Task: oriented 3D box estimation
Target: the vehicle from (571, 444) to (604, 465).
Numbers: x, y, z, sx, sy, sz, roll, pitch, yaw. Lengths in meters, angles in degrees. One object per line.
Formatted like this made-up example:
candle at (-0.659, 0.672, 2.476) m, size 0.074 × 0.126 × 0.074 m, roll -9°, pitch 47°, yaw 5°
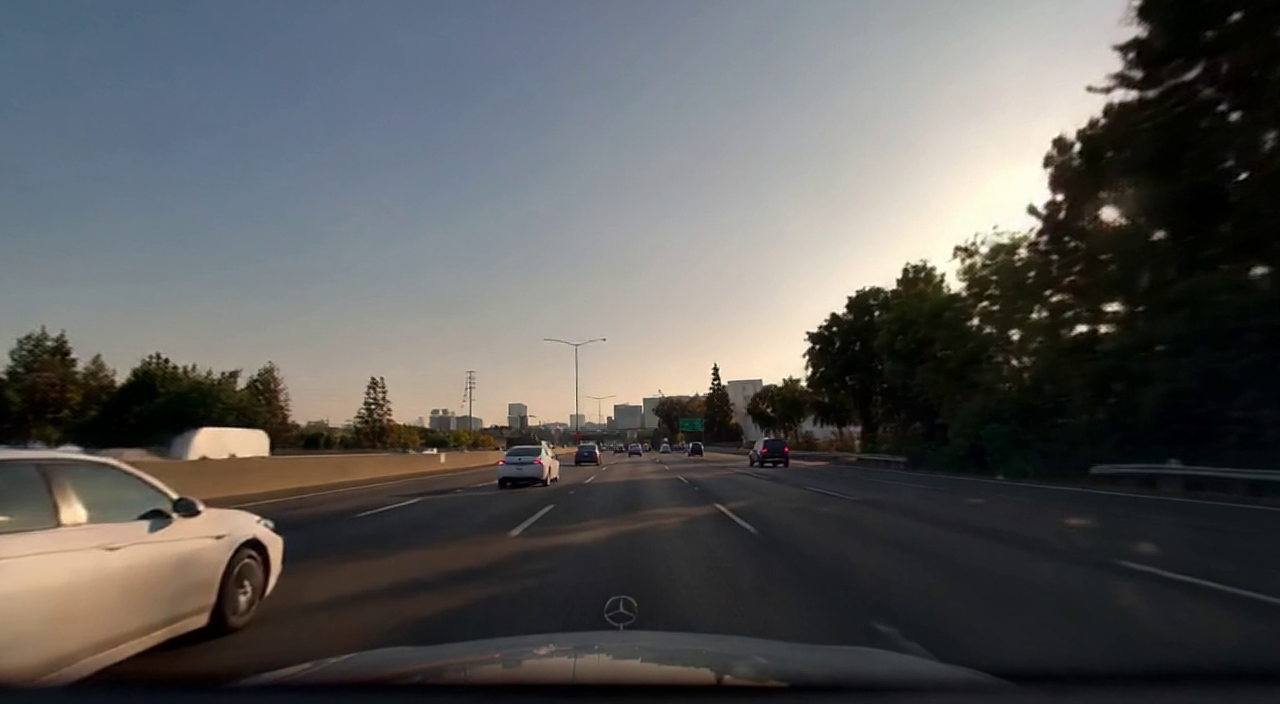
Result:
vehicle at (-3.882, 7.637, 47.139) m, size 2.078 × 1.464 × 4.093 m, roll 0°, pitch -9°, yaw 0°

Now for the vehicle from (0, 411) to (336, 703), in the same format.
vehicle at (-3.511, 1.037, 3.001) m, size 1.959 × 1.433 × 4.291 m, roll 0°, pitch -9°, yaw 0°

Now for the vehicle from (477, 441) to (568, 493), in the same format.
vehicle at (-3.664, 3.681, 20.611) m, size 2.047 × 1.469 × 4.614 m, roll 0°, pitch -9°, yaw 1°

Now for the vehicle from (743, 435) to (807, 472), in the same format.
vehicle at (6.797, 5.174, 32.356) m, size 2.147 × 1.769 × 4.666 m, roll 0°, pitch -9°, yaw -2°
